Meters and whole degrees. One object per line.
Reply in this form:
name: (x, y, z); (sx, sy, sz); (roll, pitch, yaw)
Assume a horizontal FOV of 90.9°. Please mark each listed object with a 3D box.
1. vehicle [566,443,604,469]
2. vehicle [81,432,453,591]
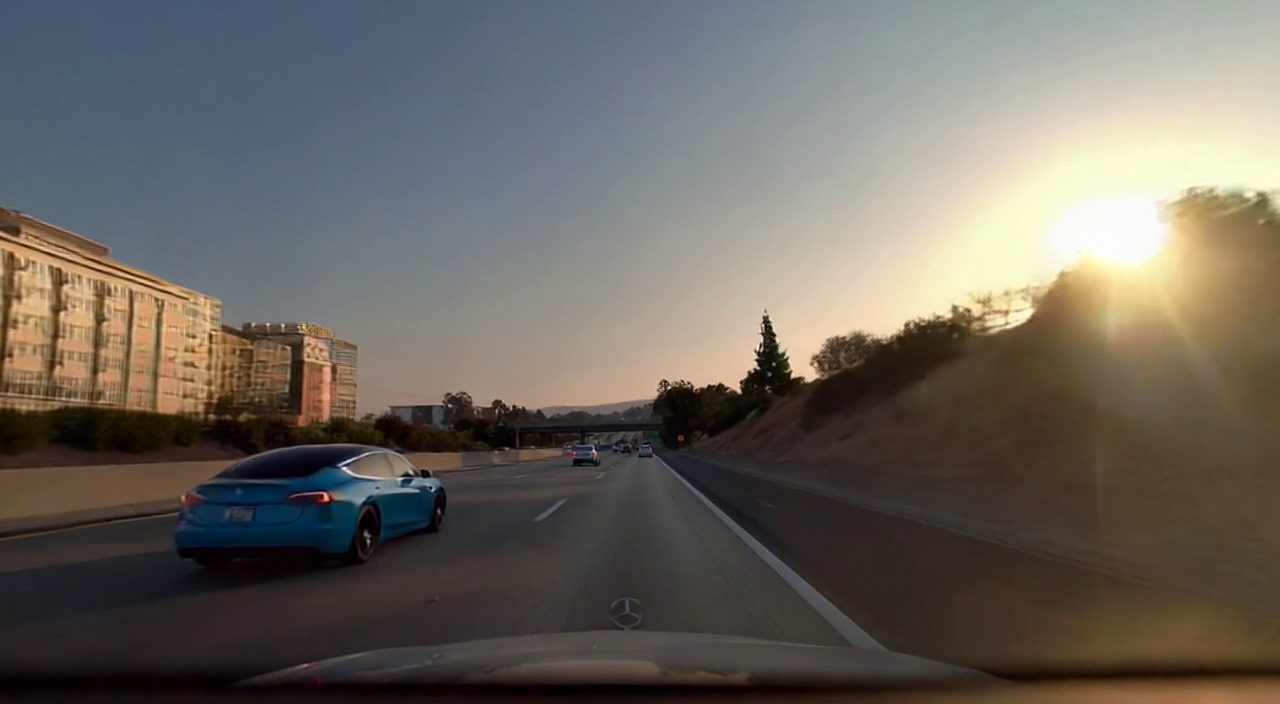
vehicle: (-3.310, 6.355, 38.797); (1.926, 1.464, 4.186); (0, -8, 1)
vehicle: (-4.153, 1.818, 8.134); (2.083, 1.471, 4.350); (0, -8, 1)
